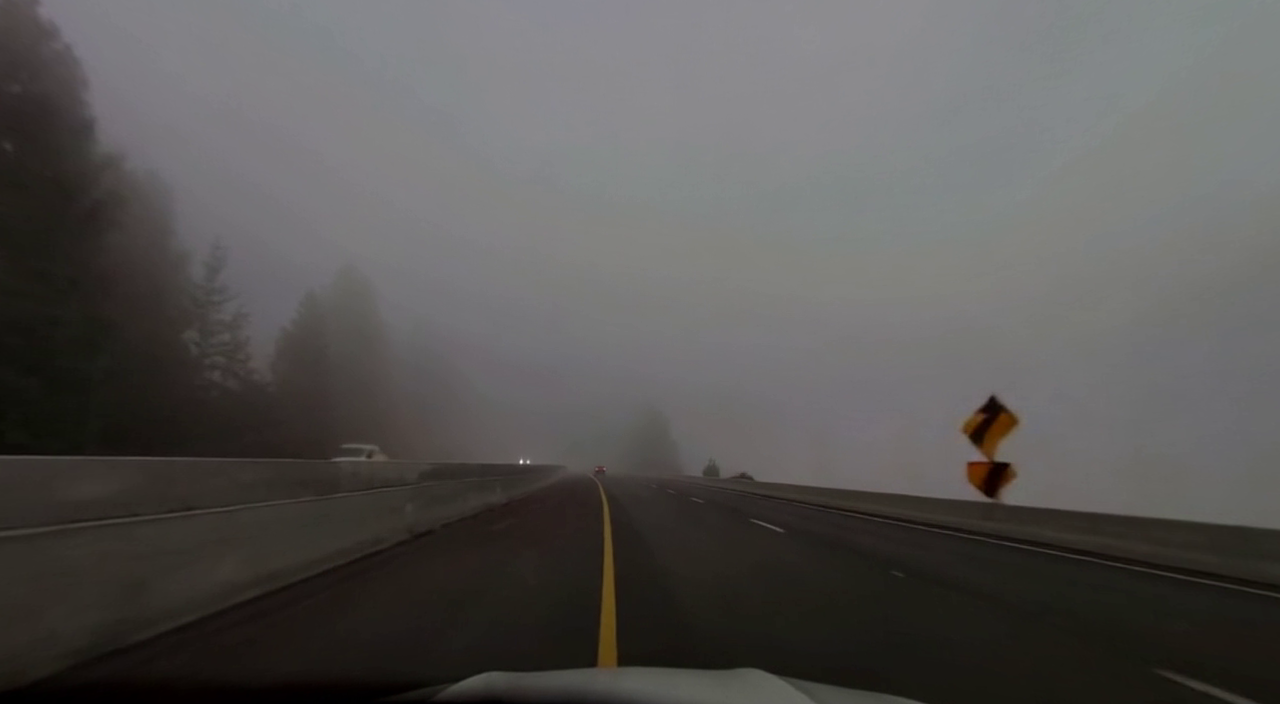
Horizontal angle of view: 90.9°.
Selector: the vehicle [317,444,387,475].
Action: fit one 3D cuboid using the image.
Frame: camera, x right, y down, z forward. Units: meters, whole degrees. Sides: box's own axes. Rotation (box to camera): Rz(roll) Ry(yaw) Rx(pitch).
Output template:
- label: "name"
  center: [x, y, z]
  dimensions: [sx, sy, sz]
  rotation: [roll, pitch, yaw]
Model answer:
- label: "vehicle"
  center: [-15.385, 5.815, 33.909]
  dimensions: [1.880, 1.501, 4.131]
  rotation: [2, -10, -2]
